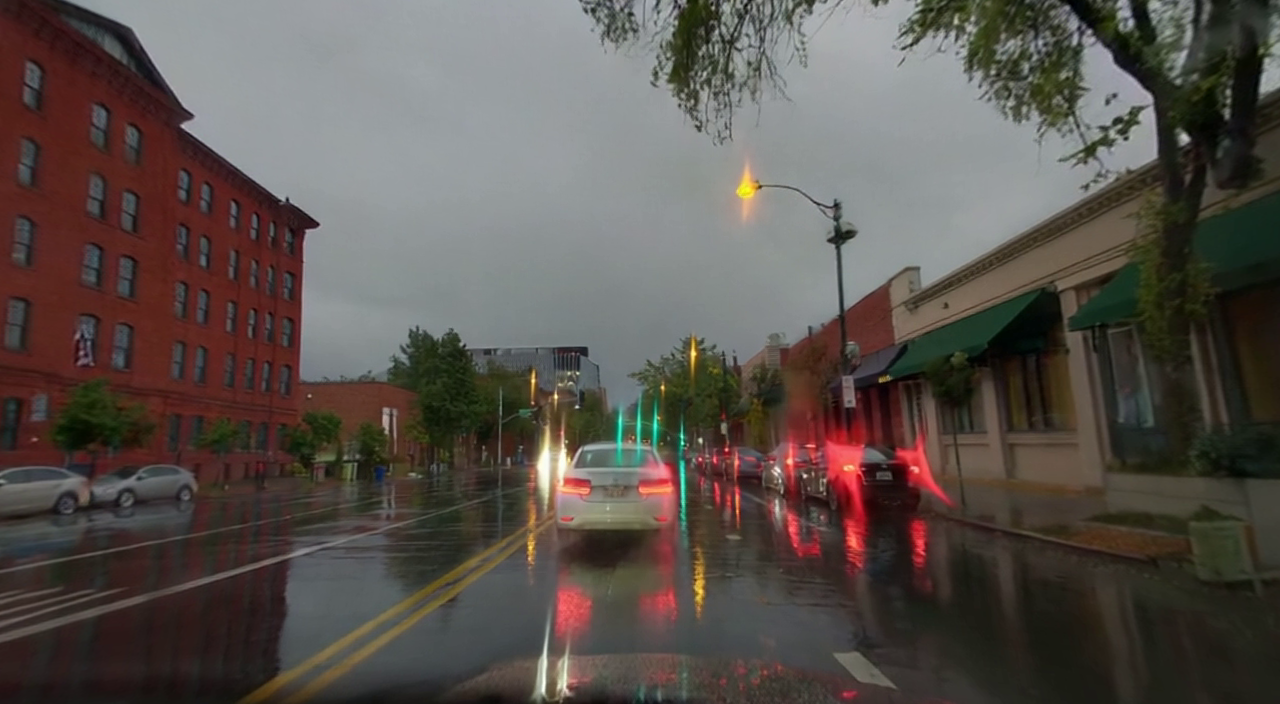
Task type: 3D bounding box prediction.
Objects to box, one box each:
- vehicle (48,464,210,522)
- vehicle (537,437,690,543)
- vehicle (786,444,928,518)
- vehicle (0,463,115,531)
[{"bbox_3d":[-18.017,4.944,22.577,2.011,1.727,4.449,1,-9,0],"label":"vehicle"},{"bbox_3d":[-0.386,2.339,11.320,2.230,1.518,4.113,0,-9,0],"label":"vehicle"},{"bbox_3d":[4.916,2.946,14.927,1.832,1.491,4.054,1,-9,-1],"label":"vehicle"},{"bbox_3d":[-17.615,3.994,17.545,1.909,1.658,4.559,0,-9,1],"label":"vehicle"}]
